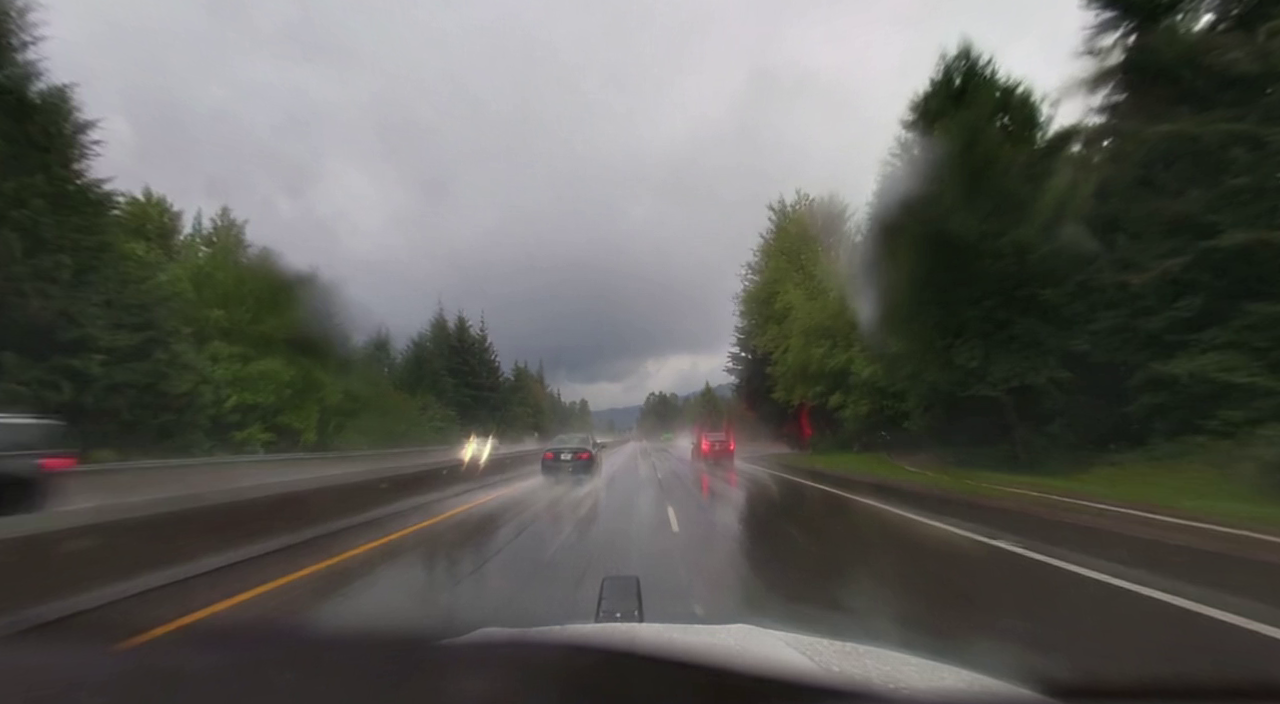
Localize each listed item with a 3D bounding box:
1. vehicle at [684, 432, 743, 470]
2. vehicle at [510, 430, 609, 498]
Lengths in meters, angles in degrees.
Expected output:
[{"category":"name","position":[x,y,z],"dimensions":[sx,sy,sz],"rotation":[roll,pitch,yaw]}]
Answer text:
[{"category":"vehicle","position":[3.062,4.215,27.040],"dimensions":[2.010,1.508,4.285],"rotation":[0,-8,0]},{"category":"vehicle","position":[-1.838,2.687,15.565],"dimensions":[1.897,1.479,3.724],"rotation":[0,-8,1]}]
